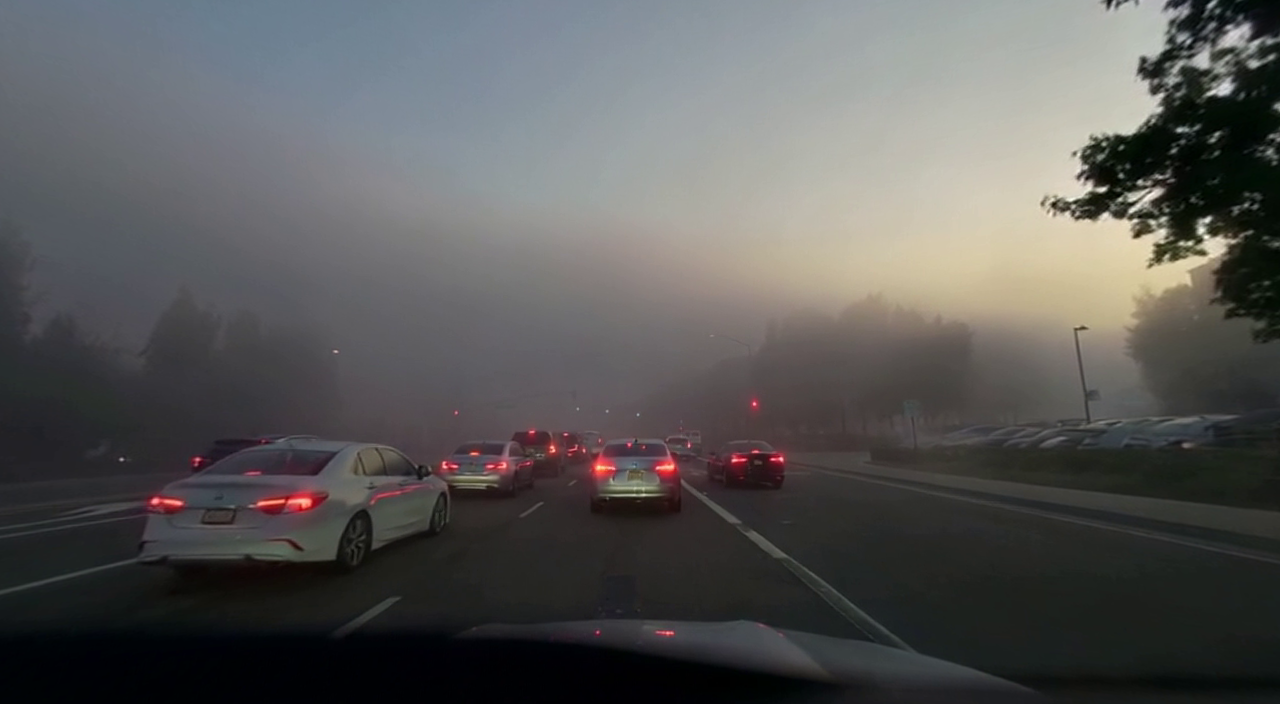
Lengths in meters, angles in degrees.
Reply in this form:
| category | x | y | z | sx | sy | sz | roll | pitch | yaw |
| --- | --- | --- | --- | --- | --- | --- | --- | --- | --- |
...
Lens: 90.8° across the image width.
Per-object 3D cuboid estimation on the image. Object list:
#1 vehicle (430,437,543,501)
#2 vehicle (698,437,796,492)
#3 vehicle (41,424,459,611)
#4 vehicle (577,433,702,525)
| category | x | y | z | sx | sy | sz | roll | pitch | yaw |
| --- | --- | --- | --- | --- | --- | --- | --- | --- | --- |
| vehicle | -3.883 | 3.031 | 16.813 | 1.985 | 1.467 | 4.224 | 0 | -8 | 0 |
| vehicle | 3.054 | 3.315 | 19.047 | 1.978 | 1.452 | 4.381 | 0 | -8 | -3 |
| vehicle | -3.749 | 1.646 | 7.278 | 2.052 | 1.475 | 4.341 | 0 | -8 | 0 |
| vehicle | -0.086 | 2.352 | 12.283 | 2.007 | 1.467 | 4.059 | 0 | -8 | -2 |
